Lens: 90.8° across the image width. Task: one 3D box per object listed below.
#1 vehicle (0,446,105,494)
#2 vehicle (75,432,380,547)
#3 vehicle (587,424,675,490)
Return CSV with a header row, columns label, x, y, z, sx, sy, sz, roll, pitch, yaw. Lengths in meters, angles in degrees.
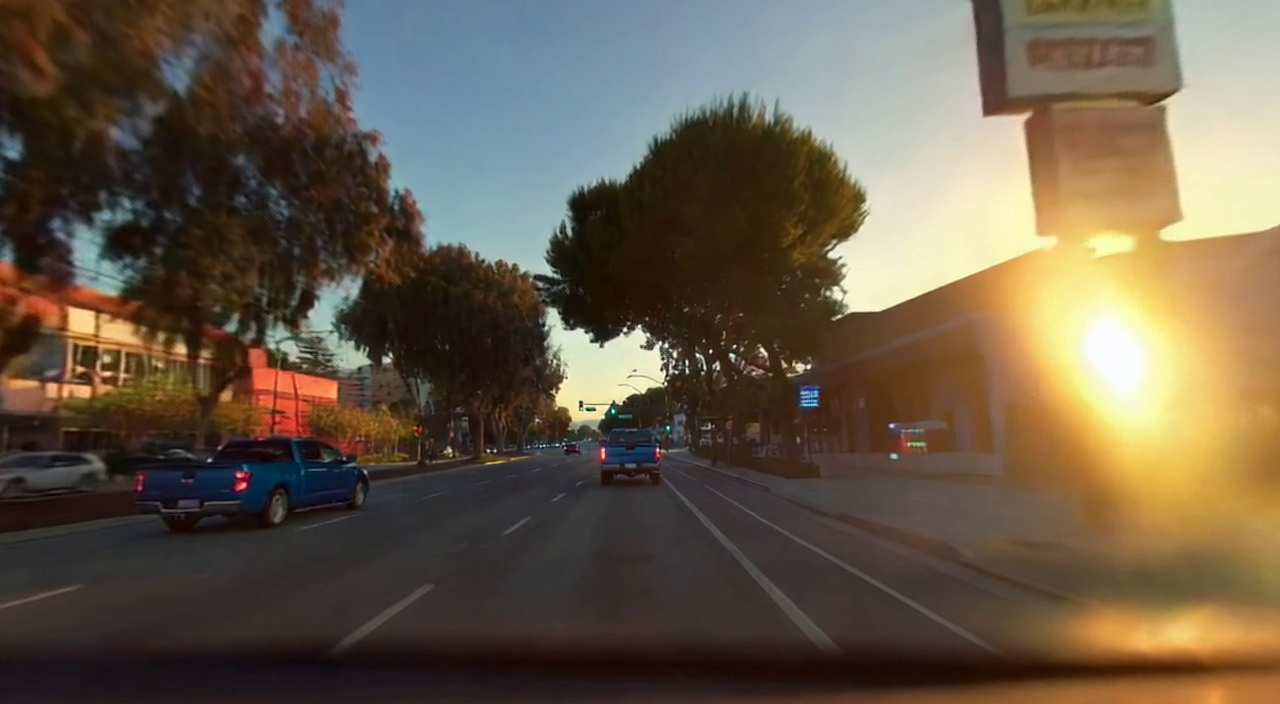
label,x,y,z,sx,sy,sz,roll,pitch,yaw
vehicle,-22.016,4.172,22.717,1.776,1.538,4.283,0,-8,0
vehicle,-6.161,2.064,10.305,1.888,1.424,4.553,0,-8,1
vehicle,-0.306,3.519,21.613,2.590,1.932,5.776,0,-8,-1
